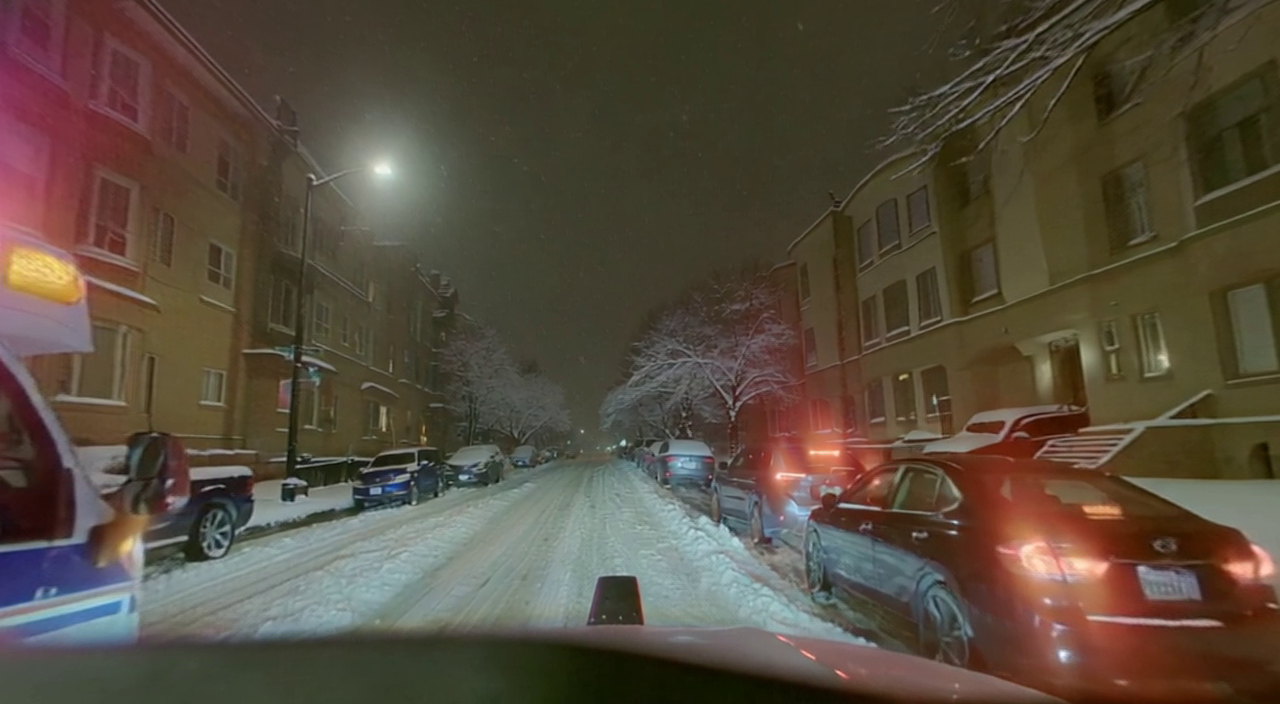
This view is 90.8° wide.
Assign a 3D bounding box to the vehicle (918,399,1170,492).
[{"bbox_3d":[9.216,2.198,14.724,4.416,1.784,1.929,-3,-10,-2],"label":"vehicle"}]

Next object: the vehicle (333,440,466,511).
[{"bbox_3d":[-7.127,3.671,19.464,2.215,1.841,5.172,0,-8,-2],"label":"vehicle"}]

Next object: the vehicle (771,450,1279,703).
[{"bbox_3d":[2.349,1.390,4.481,1.720,1.333,4.233,0,-8,-3],"label":"vehicle"}]

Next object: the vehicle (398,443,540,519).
[{"bbox_3d":[-3.781,2.909,14.880,1.966,1.515,4.394,0,-8,2],"label":"vehicle"}]

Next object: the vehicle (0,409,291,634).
[{"bbox_3d":[-6.647,1.763,7.134,2.308,1.877,6.060,-4,-8,-3],"label":"vehicle"}]

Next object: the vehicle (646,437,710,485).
[{"bbox_3d":[1.346,4.079,23.952,1.878,1.664,4.033,1,-8,-4],"label":"vehicle"}]
